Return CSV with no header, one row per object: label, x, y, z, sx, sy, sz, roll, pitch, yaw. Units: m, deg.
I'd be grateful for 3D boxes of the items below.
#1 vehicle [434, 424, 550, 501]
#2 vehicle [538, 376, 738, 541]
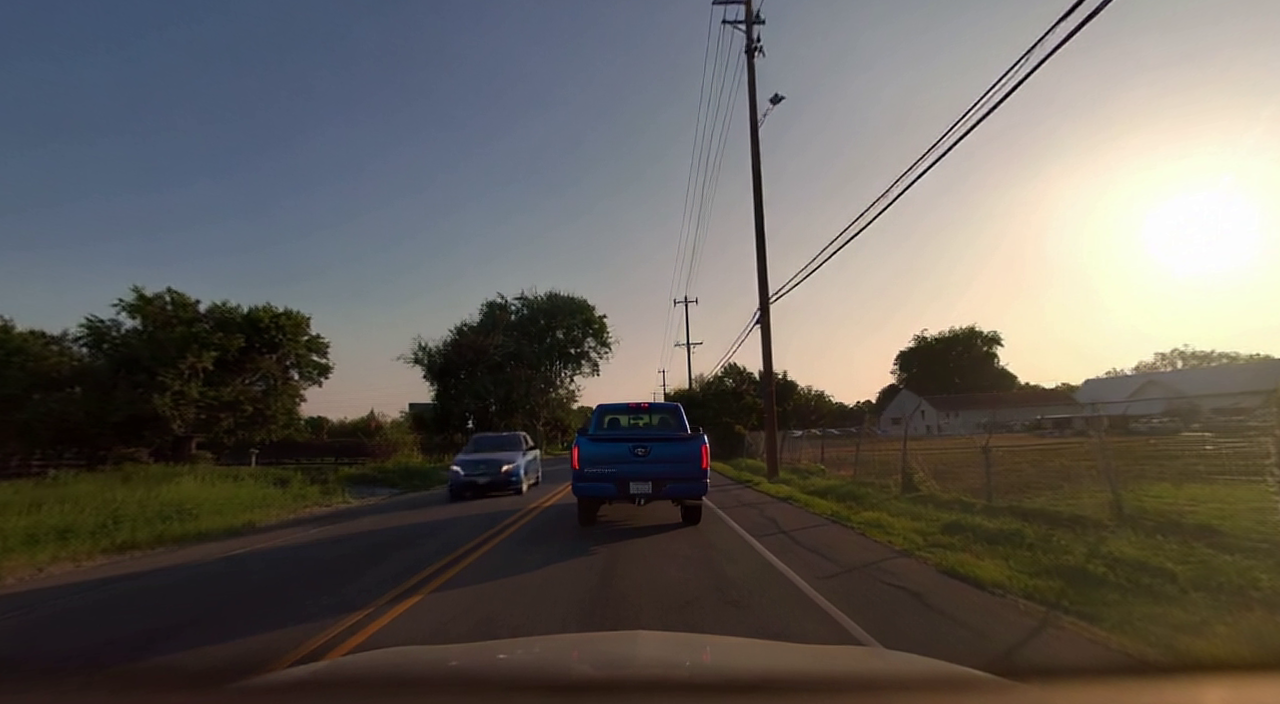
vehicle,-3.886,3.013,17.565,2.072,1.819,4.707,0,-8,0
vehicle,-0.080,1.870,11.587,2.693,2.223,5.885,0,-8,-1
